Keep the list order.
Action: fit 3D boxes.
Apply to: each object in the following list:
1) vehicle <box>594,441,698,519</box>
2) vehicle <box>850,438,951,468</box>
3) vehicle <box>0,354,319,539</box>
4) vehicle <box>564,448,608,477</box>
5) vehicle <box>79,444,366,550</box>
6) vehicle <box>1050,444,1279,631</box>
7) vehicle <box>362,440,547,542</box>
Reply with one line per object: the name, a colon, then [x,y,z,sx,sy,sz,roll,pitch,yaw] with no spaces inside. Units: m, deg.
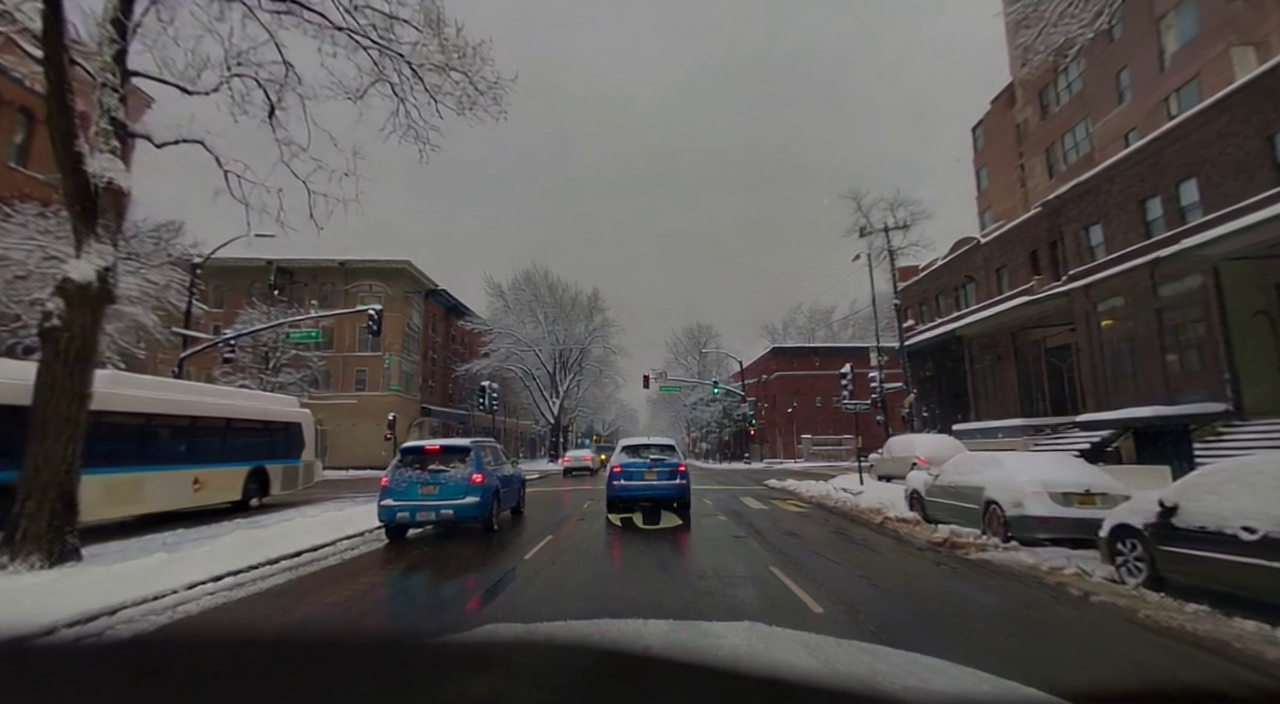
vehicle: [0.085,2.750,14.041,2.022,1.481,3.564,0,-9,-1]
vehicle: [16.407,6.408,39.927,5.345,1.811,2.175,0,-9,-1]
vehicle: [-13.178,2.408,15.956,3.071,3.337,13.201,0,-9,1]
vehicle: [-3.004,6.246,35.884,2.131,1.486,4.089,0,-9,0]
vehicle: [-7.058,2.450,11.464,1.974,1.503,4.594,0,-9,1]
vehicle: [5.973,1.519,5.361,1.873,1.453,4.579,0,-9,0]
vehicle: [-3.085,2.410,11.665,1.970,1.492,4.534,0,-9,1]
